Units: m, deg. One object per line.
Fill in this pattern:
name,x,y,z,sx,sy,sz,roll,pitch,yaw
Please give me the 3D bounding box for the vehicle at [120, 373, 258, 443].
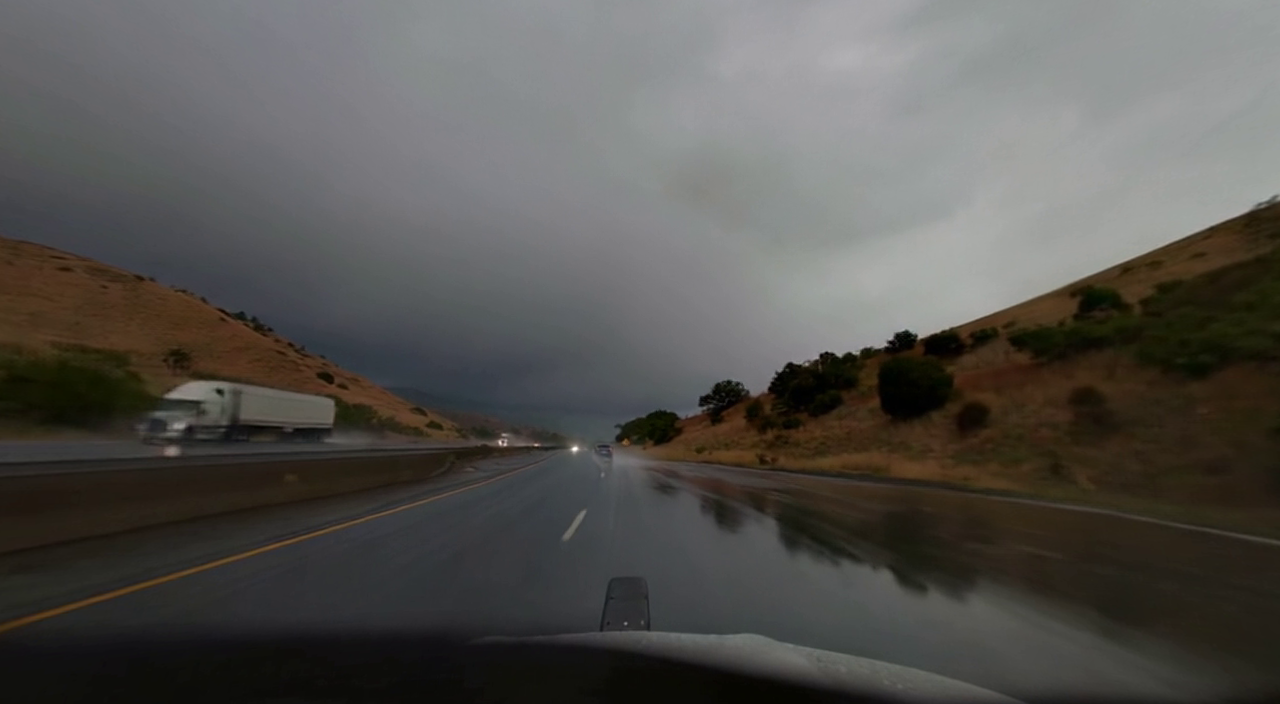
vehicle,-28.565,3.838,40.570,3.019,3.990,8.225,1,-9,-3
